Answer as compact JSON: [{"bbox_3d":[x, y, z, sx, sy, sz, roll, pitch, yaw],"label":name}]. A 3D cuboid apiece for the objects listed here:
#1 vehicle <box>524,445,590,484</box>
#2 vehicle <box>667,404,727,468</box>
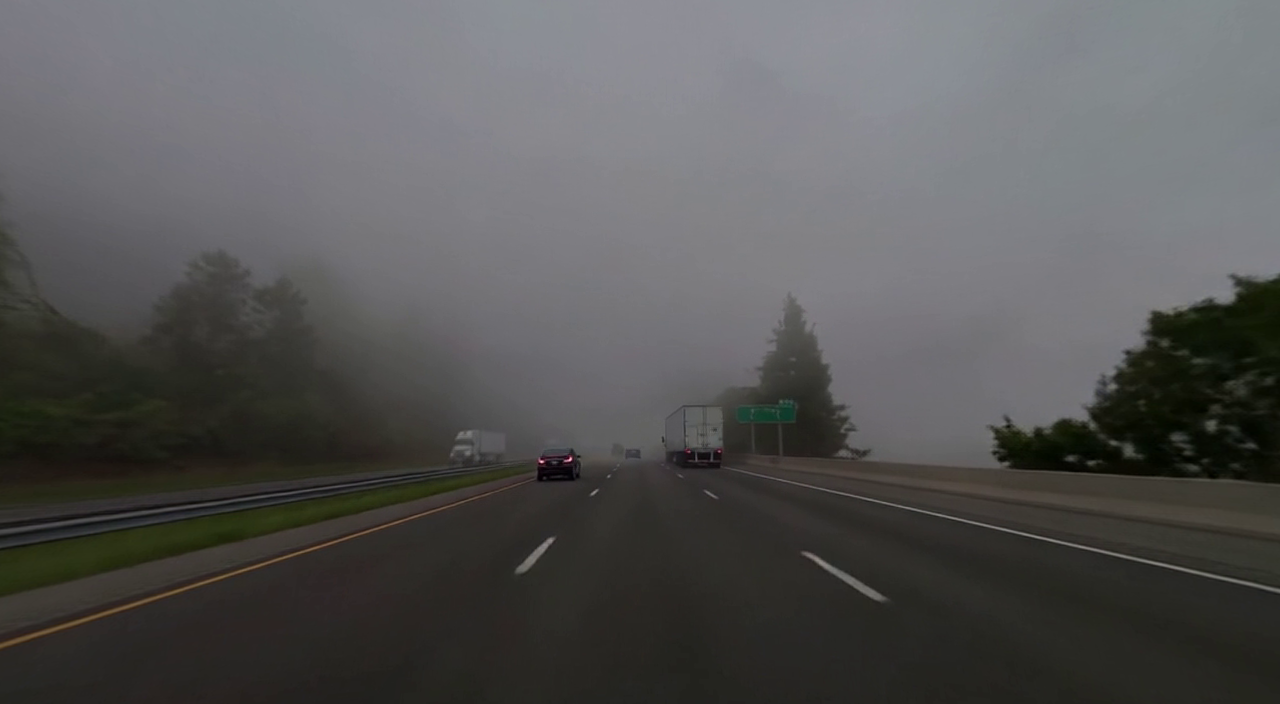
[{"bbox_3d":[-3.292,4.588,25.985,2.121,1.445,4.651,0,-9,-1],"label":"vehicle"},{"bbox_3d":[3.972,6.536,47.660,2.974,4.083,14.389,0,-9,-1],"label":"vehicle"}]
